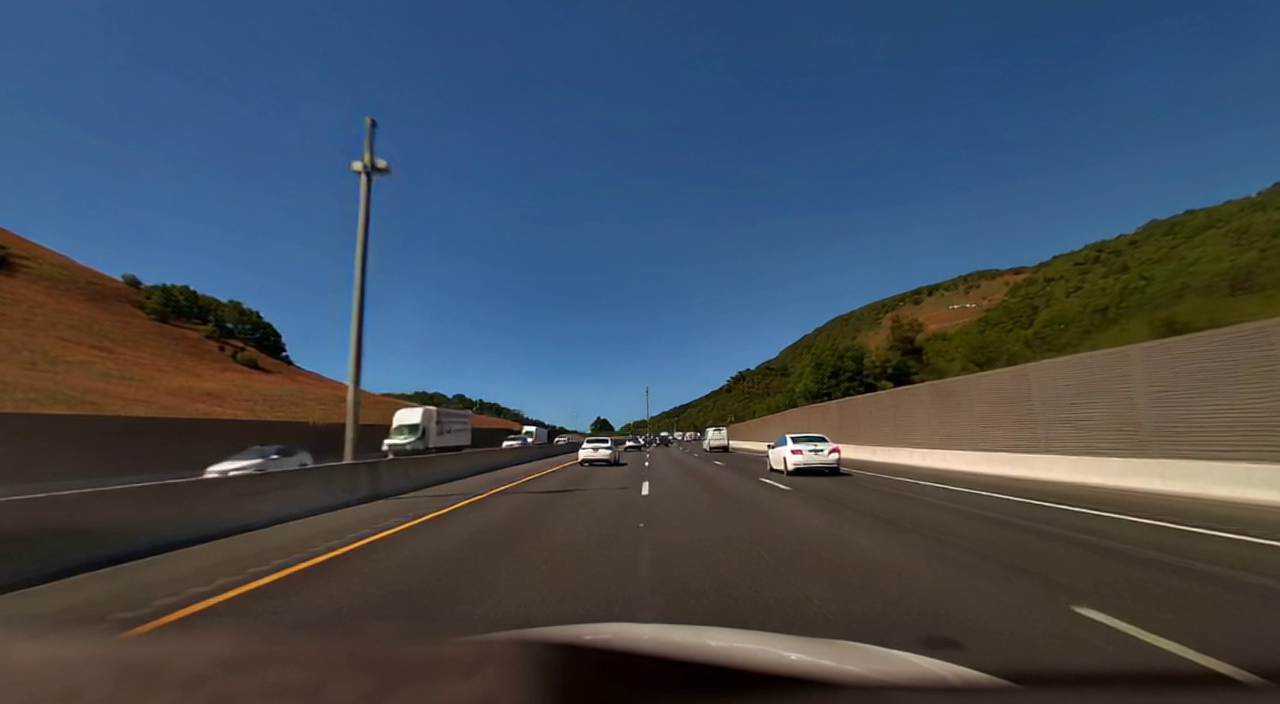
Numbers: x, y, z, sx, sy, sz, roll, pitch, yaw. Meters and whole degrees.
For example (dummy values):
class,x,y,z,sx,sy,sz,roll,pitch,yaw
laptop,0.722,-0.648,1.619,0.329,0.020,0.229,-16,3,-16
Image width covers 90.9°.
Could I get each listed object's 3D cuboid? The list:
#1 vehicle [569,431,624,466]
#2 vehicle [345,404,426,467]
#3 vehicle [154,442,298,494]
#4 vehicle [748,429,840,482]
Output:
class,x,y,z,sx,sy,sz,roll,pitch,yaw
vehicle,-1.920,4.426,29.064,2.204,1.486,4.121,0,-8,0
vehicle,-17.325,5.747,43.405,2.991,3.986,5.935,0,-8,0
vehicle,-13.289,3.717,20.614,1.786,1.470,4.249,0,-8,1
vehicle,4.680,3.174,19.710,1.806,1.469,3.681,0,-8,-2
